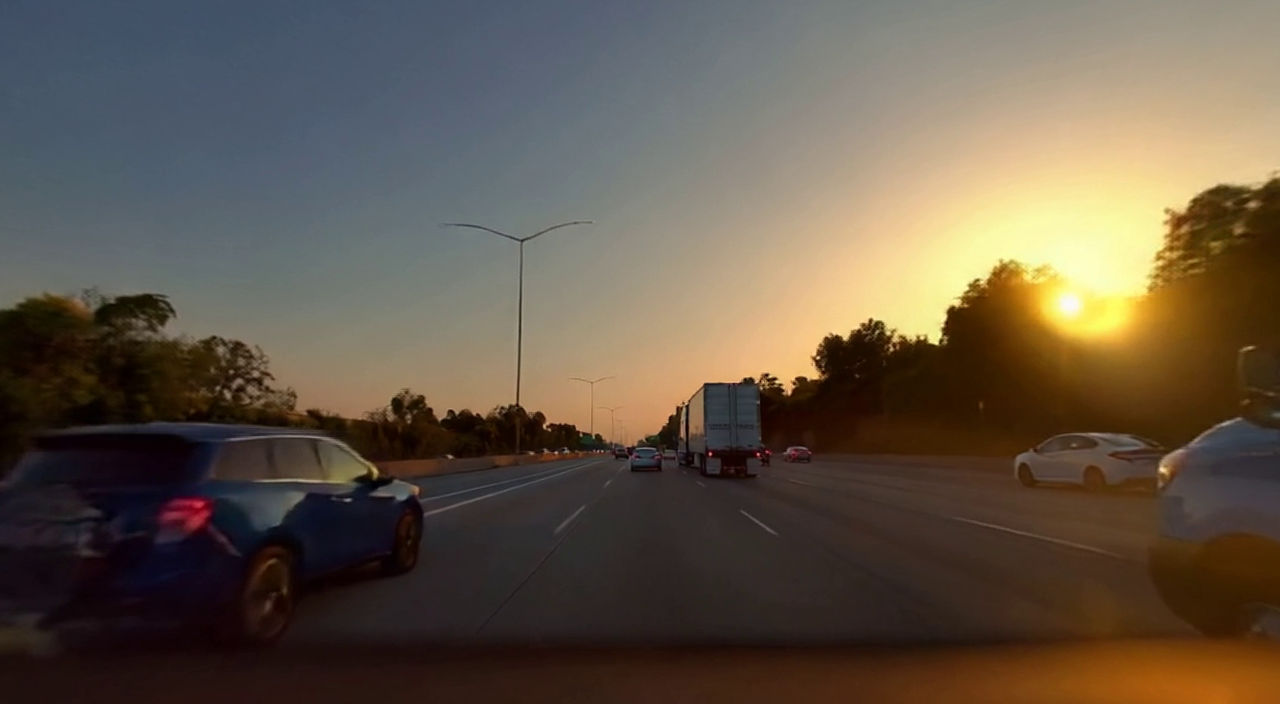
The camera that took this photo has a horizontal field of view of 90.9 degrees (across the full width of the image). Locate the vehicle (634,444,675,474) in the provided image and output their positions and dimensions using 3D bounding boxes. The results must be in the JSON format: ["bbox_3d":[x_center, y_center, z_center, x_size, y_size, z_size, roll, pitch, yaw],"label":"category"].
[{"bbox_3d":[0.706,5.648,33.589,2.063,1.469,4.208,0,-9,0],"label":"vehicle"}]

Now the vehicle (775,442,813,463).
[{"bbox_3d":[11.519,7.531,47.330,1.876,1.552,3.640,0,-9,0],"label":"vehicle"}]

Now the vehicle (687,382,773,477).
[{"bbox_3d":[4.352,4.293,33.645,2.821,4.077,12.562,0,-9,0],"label":"vehicle"}]

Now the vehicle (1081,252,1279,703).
[{"bbox_3d":[3.717,0.339,0.560,2.441,2.017,5.739,0,-9,0],"label":"vehicle"}]

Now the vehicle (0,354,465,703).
[{"bbox_3d":[-3.169,1.221,4.889,2.237,1.745,4.575,0,-9,1],"label":"vehicle"}]
